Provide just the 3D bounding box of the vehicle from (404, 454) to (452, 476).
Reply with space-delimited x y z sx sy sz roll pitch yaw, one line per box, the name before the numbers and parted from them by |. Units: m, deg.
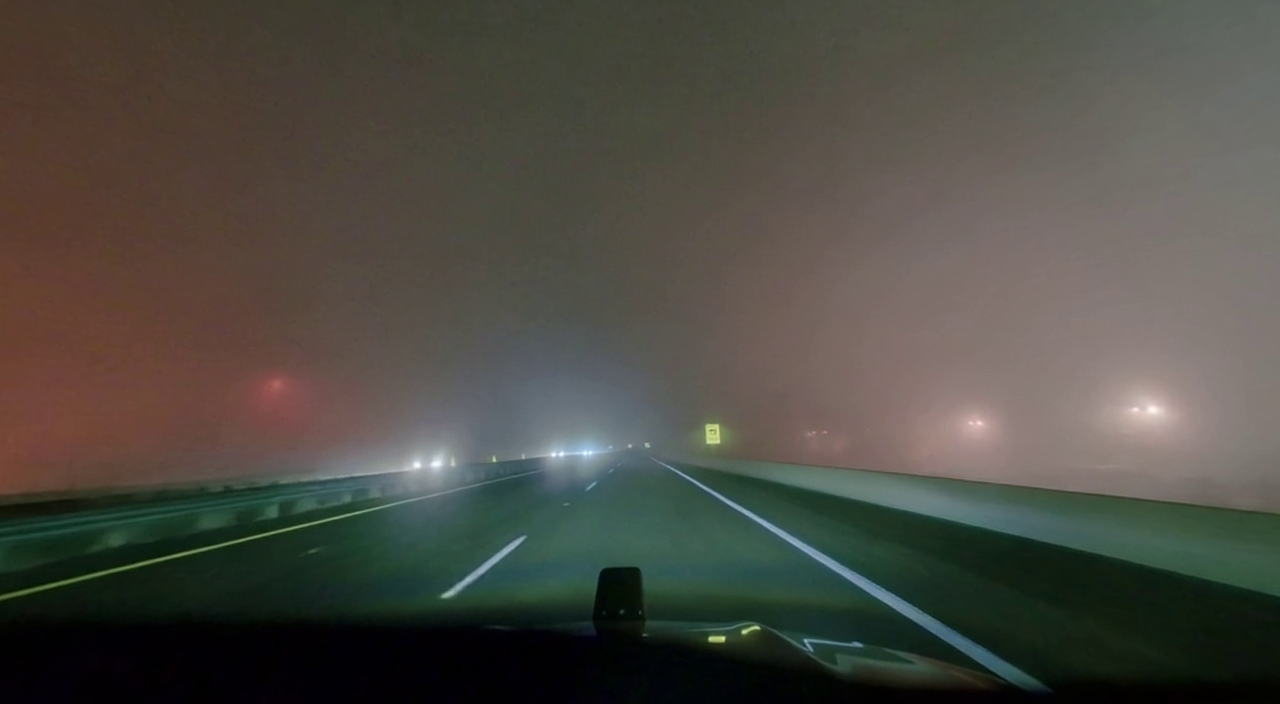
vehicle | -14.999 8.003 44.917 1.936 1.494 4.515 0 -9 -1
